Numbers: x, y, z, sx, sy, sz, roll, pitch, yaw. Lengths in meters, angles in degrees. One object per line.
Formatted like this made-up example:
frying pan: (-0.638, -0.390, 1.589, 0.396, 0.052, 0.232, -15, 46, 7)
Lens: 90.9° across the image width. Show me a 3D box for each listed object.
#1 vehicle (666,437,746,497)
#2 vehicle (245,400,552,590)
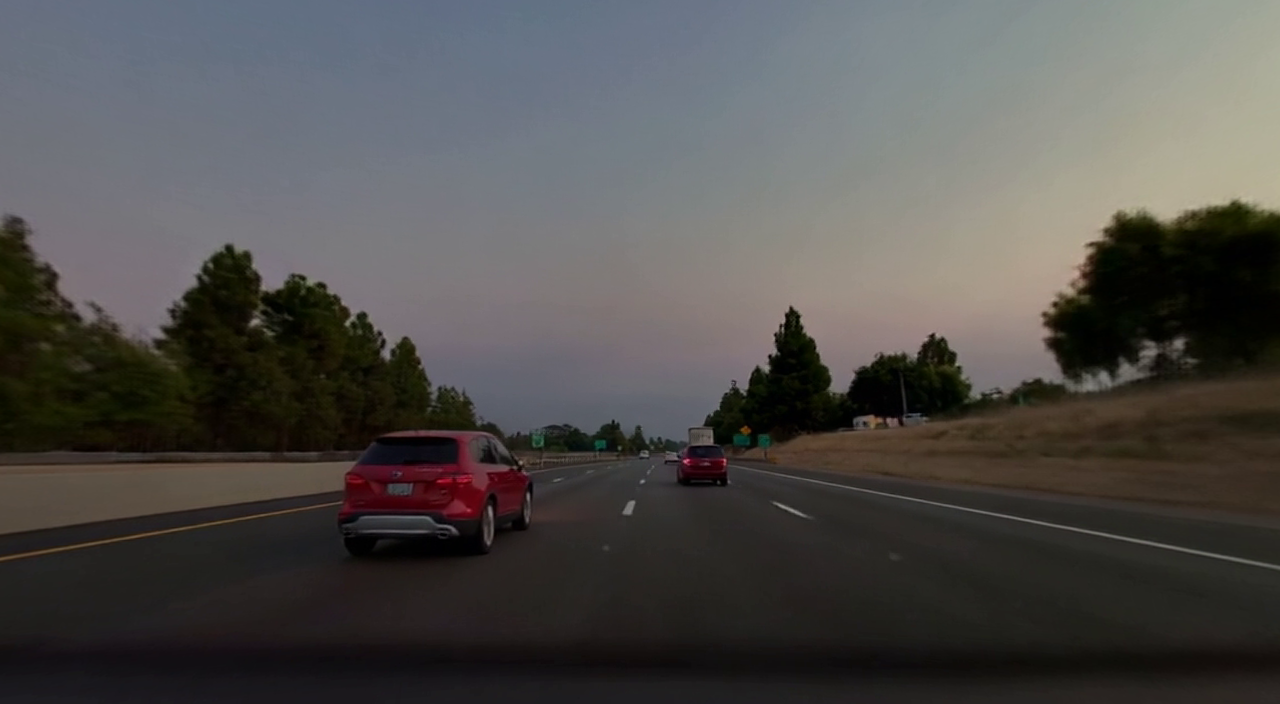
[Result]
vehicle: (1.977, 3.641, 20.310, 2.087, 1.682, 4.388, 0, -9, 0)
vehicle: (-2.651, 1.737, 8.433, 2.139, 1.804, 4.611, -1, -9, 2)
